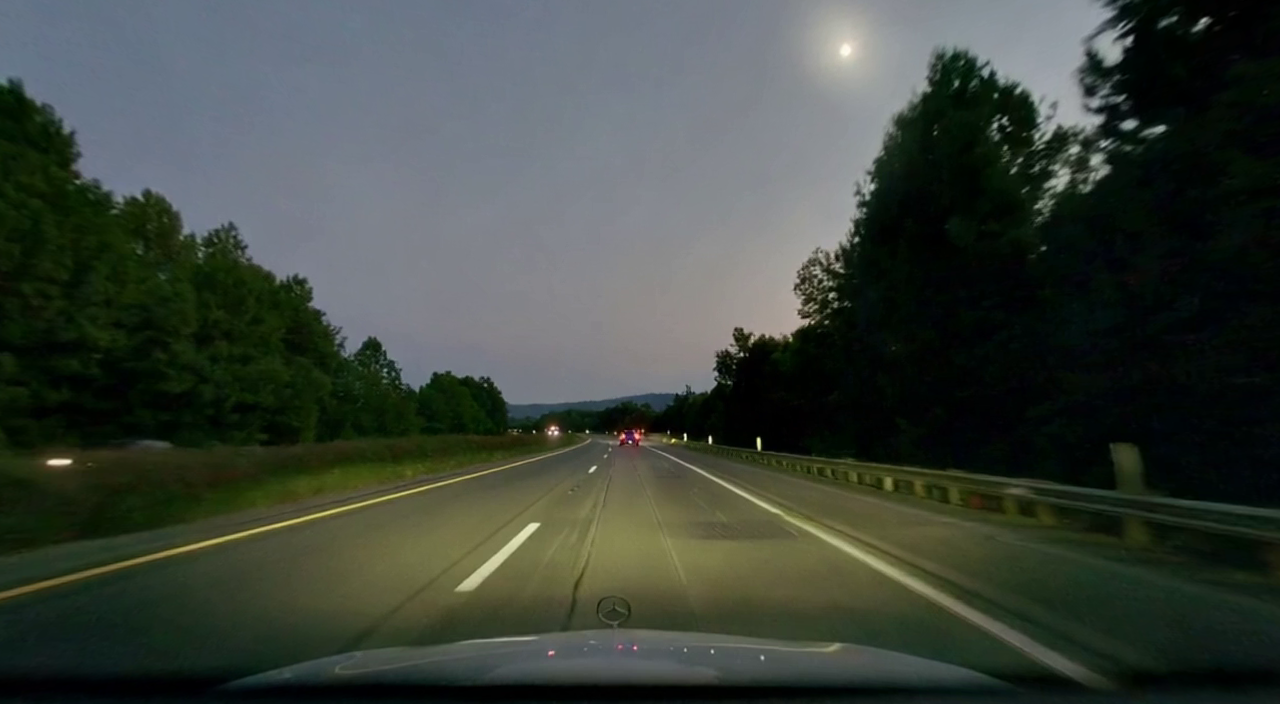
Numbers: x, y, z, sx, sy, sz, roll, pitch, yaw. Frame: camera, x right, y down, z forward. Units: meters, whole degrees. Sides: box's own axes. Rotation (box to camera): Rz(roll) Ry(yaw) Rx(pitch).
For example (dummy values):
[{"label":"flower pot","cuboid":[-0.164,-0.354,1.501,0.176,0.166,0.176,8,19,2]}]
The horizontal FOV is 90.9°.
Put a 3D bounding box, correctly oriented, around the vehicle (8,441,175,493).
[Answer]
[{"label":"vehicle","cuboid":[-17.244,3.585,20.139,1.776,1.417,4.018,0,-8,-1]}]
